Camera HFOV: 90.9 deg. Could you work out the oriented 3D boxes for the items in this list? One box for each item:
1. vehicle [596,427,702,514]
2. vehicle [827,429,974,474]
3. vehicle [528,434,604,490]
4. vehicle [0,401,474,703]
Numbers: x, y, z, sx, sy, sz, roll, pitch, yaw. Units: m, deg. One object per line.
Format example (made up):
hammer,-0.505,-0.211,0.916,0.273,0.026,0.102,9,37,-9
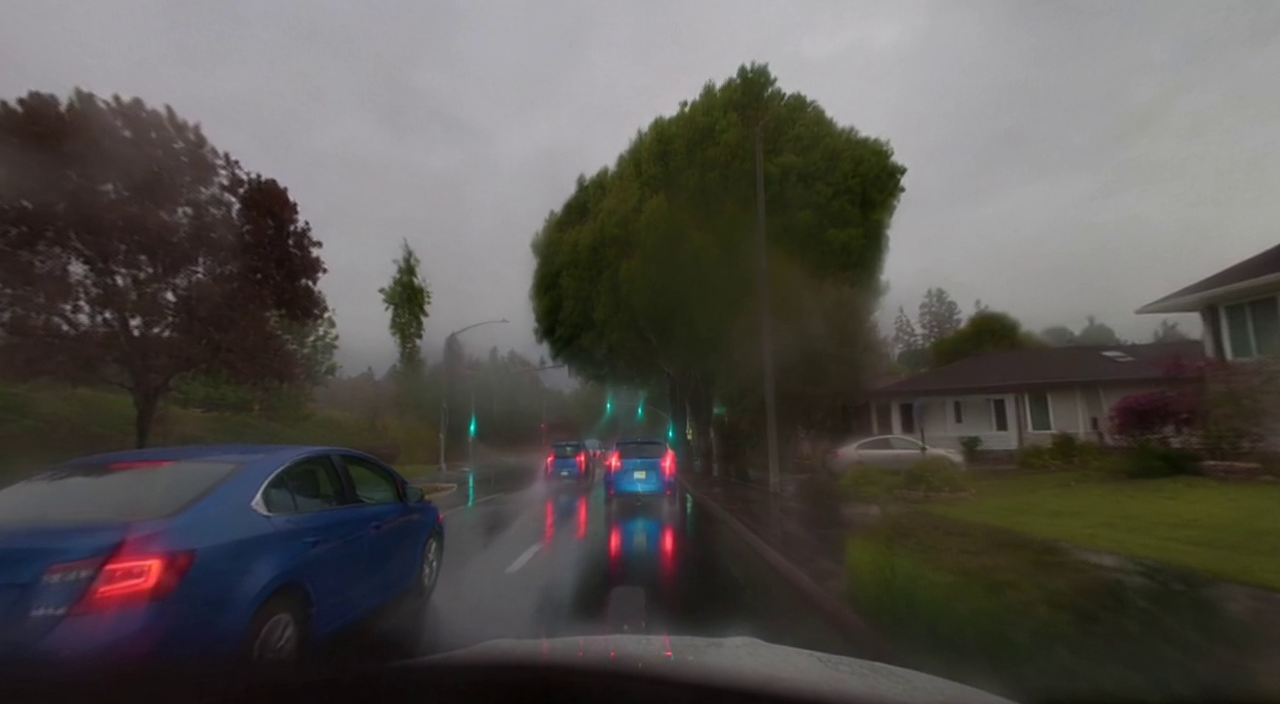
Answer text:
vehicle,0.186,2.693,14.737,2.120,1.718,3.909,0,-9,0
vehicle,9.308,3.588,22.817,4.456,1.504,1.914,0,-9,0
vehicle,-2.459,3.801,22.031,2.000,1.737,4.133,-1,-9,2
vehicle,-2.839,1.253,4.361,1.968,1.472,4.685,0,-9,2
